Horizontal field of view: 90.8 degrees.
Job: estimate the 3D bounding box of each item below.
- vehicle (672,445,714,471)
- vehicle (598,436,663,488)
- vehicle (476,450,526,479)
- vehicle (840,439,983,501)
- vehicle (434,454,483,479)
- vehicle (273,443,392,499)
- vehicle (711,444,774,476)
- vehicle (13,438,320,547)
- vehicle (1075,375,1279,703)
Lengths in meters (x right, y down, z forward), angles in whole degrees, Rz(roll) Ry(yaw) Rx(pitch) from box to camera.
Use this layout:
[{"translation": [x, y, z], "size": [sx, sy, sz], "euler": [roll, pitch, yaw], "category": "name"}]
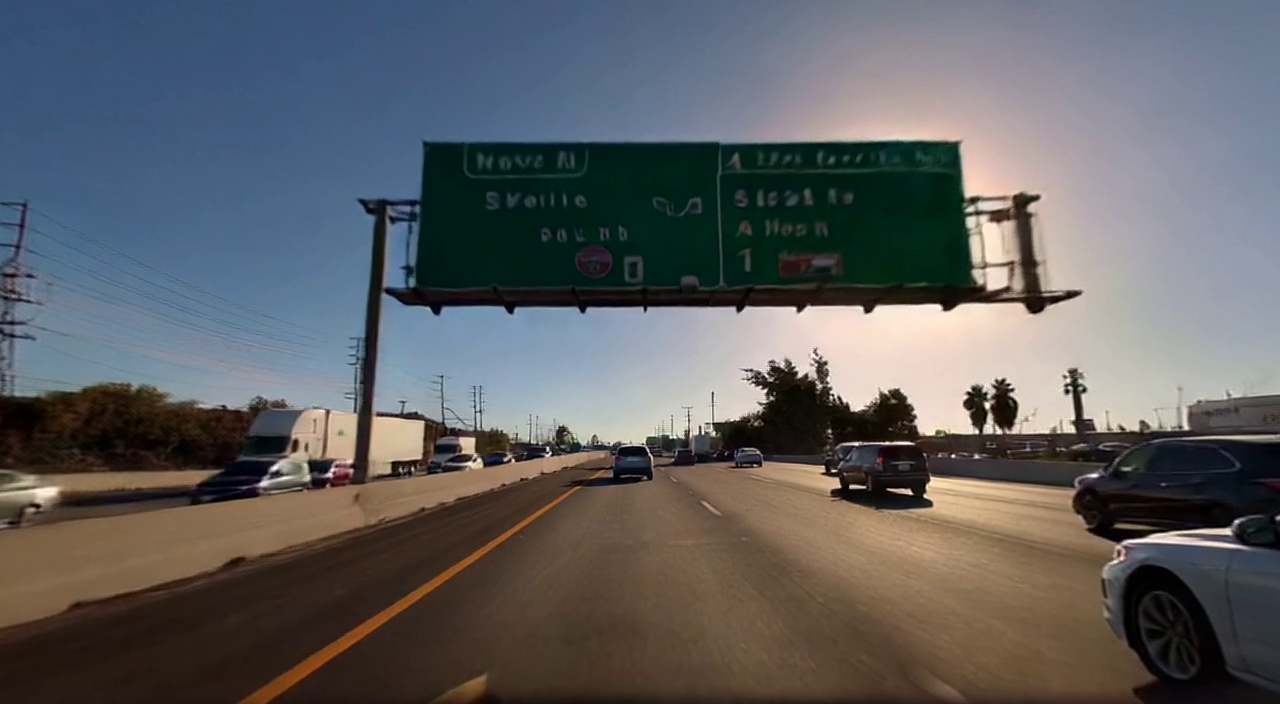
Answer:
[{"translation": [3.228, 6.495, 39.025], "size": [2.115, 1.481, 3.968], "euler": [0, -9, -2], "category": "vehicle"}, {"translation": [-0.373, 4.206, 24.520], "size": [2.298, 1.809, 4.359], "euler": [0, -9, -1], "category": "vehicle"}, {"translation": [-8.023, 6.492, 36.735], "size": [1.931, 1.541, 4.018], "euler": [0, -9, 1], "category": "vehicle"}, {"translation": [7.176, 3.143, 17.248], "size": [1.958, 1.473, 4.201], "euler": [0, -9, -1], "category": "vehicle"}, {"translation": [-11.914, 7.519, 41.662], "size": [1.888, 1.455, 4.410], "euler": [0, -9, 1], "category": "vehicle"}, {"translation": [-11.509, 4.450, 24.083], "size": [2.113, 1.873, 4.741], "euler": [0, -9, 0], "category": "vehicle"}, {"translation": [5.043, 5.350, 31.663], "size": [1.934, 1.461, 4.368], "euler": [1, -9, -7], "category": "vehicle"}, {"translation": [-8.309, 2.465, 11.862], "size": [2.069, 1.613, 4.660], "euler": [0, -9, 1], "category": "vehicle"}, {"translation": [3.343, 0.731, 1.449], "size": [1.967, 1.547, 3.777], "euler": [0, -9, 0], "category": "vehicle"}]
